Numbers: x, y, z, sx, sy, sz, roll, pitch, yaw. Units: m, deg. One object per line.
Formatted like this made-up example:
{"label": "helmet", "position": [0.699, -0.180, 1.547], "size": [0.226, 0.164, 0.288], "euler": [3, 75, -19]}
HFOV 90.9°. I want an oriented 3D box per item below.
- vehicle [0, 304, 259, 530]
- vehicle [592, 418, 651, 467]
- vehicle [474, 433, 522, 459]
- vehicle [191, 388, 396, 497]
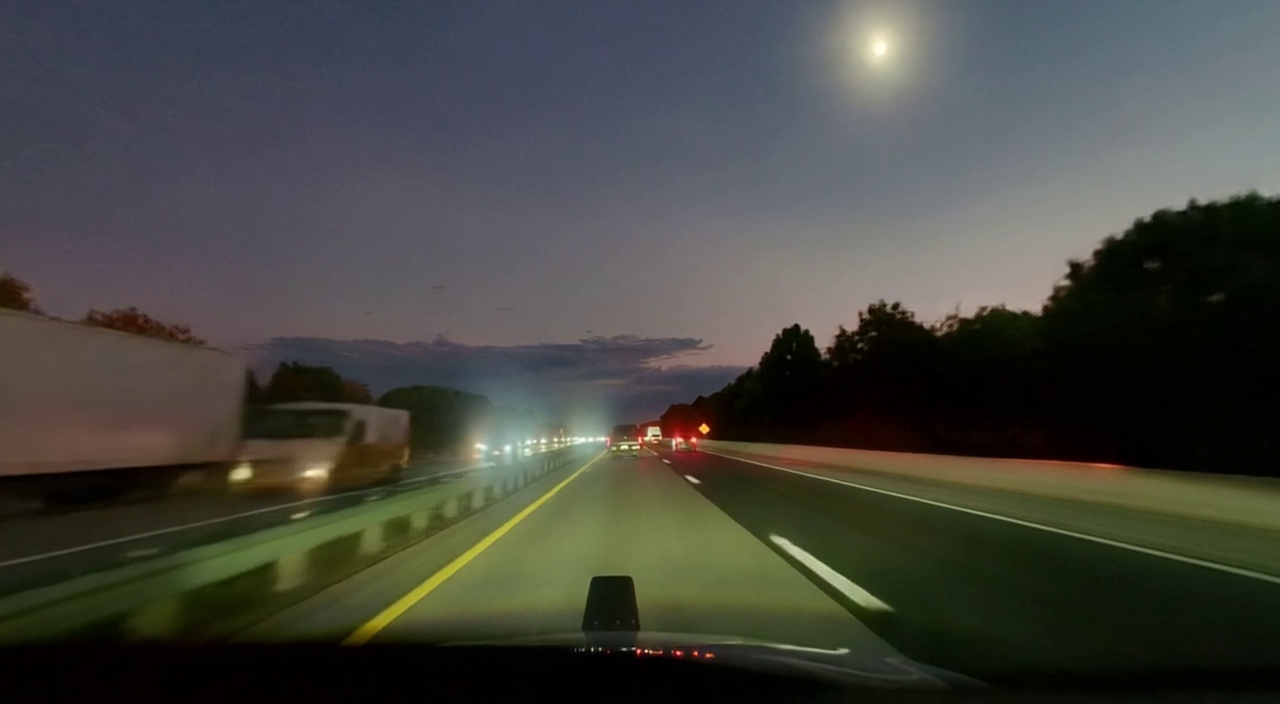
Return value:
{"label": "vehicle", "position": [-13.804, 1.379, 12.990], "size": [3.183, 4.272, 14.168], "euler": [0, -8, -1]}
{"label": "vehicle", "position": [-0.852, 4.146, 29.028], "size": [2.503, 2.044, 4.633], "euler": [0, -8, -2]}
{"label": "vehicle", "position": [-9.834, 6.555, 44.154], "size": [2.293, 1.670, 4.765], "euler": [0, -8, -1]}
{"label": "vehicle", "position": [-9.563, 2.610, 18.364], "size": [2.496, 2.608, 6.293], "euler": [0, -8, -2]}
